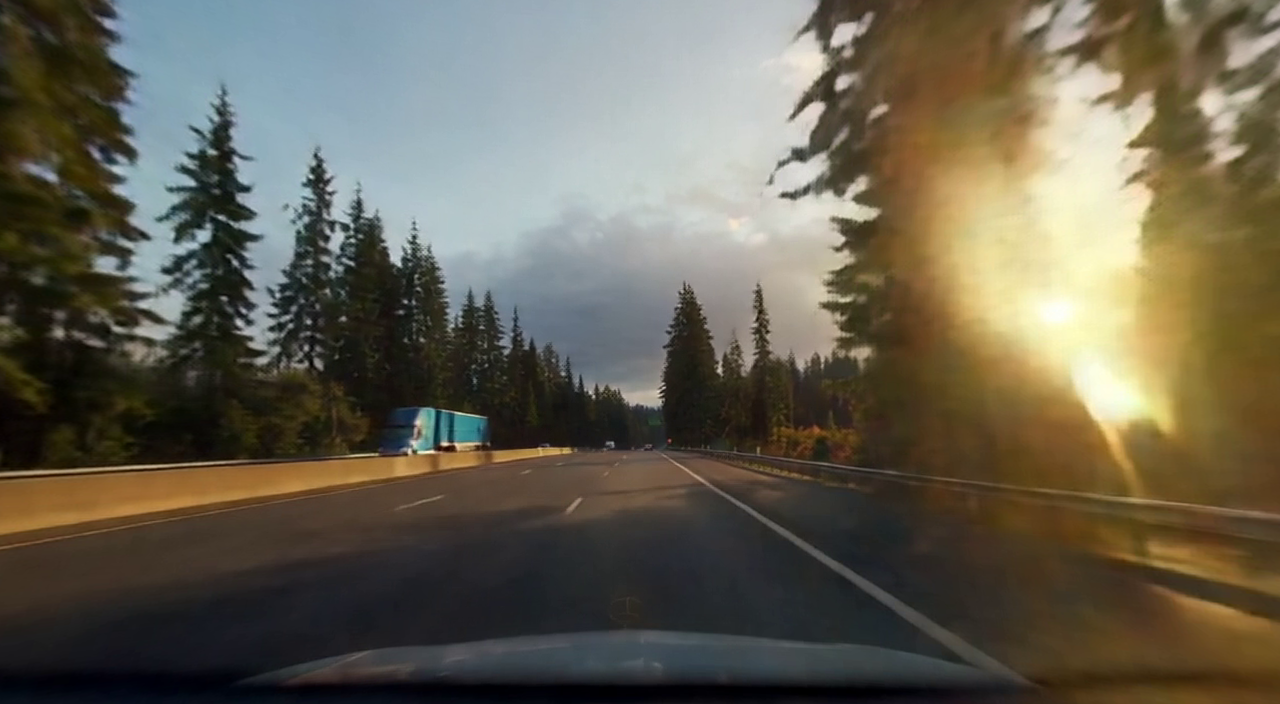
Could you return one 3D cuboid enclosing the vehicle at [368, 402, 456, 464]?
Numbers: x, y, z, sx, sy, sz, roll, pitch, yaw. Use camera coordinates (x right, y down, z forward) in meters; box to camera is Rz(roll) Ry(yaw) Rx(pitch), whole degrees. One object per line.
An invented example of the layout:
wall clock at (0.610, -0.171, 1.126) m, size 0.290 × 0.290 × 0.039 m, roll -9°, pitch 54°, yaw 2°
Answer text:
vehicle at (-17.106, 6.224, 48.112) m, size 3.317 × 4.278 × 8.478 m, roll 0°, pitch -8°, yaw 1°
